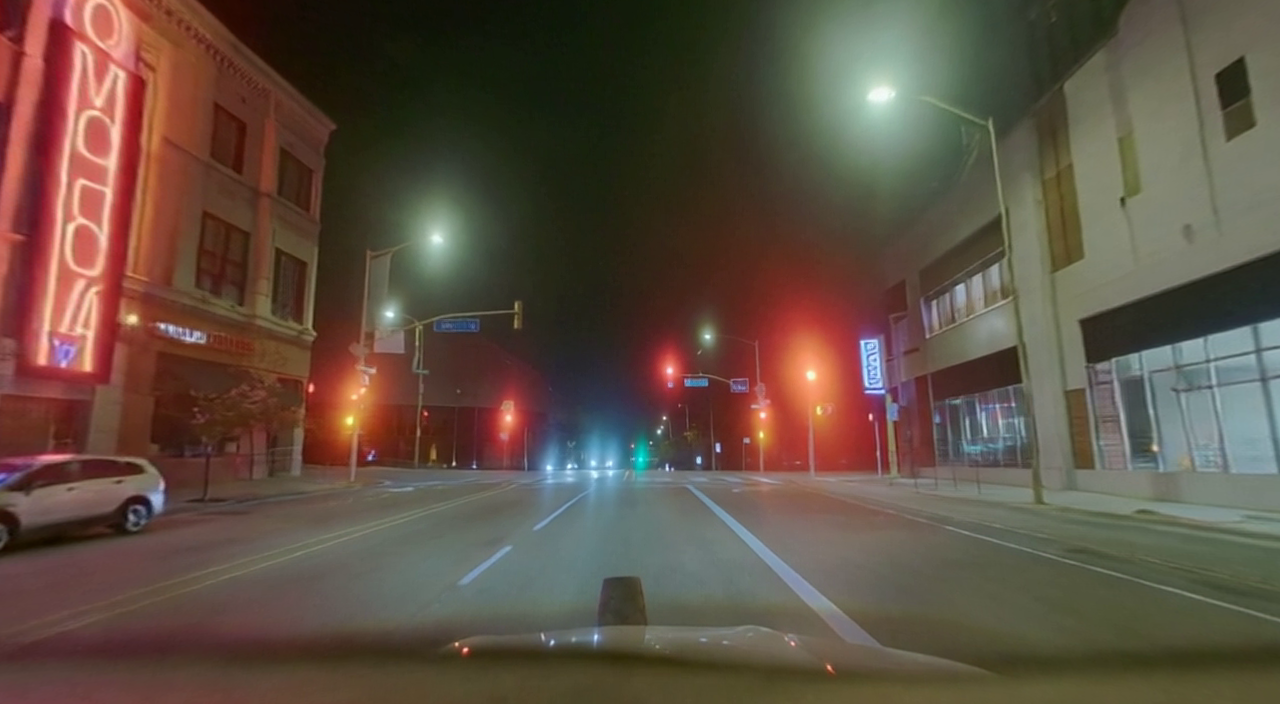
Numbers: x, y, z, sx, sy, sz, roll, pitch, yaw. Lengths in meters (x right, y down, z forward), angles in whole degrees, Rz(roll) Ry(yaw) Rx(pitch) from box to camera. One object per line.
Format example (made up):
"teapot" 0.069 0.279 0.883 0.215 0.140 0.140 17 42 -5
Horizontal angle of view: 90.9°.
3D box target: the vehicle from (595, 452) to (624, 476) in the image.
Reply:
"vehicle" -2.302 8.612 48.669 1.981 1.625 4.399 0 -8 0

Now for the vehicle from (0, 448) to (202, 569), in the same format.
"vehicle" -9.320 2.278 9.739 1.908 1.529 4.522 0 -8 -1

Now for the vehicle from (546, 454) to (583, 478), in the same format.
"vehicle" -5.774 8.763 48.675 2.167 1.643 4.518 -1 -8 2

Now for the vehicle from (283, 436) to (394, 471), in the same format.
"vehicle" -17.587 5.933 36.969 5.376 1.994 2.196 0 -8 2
